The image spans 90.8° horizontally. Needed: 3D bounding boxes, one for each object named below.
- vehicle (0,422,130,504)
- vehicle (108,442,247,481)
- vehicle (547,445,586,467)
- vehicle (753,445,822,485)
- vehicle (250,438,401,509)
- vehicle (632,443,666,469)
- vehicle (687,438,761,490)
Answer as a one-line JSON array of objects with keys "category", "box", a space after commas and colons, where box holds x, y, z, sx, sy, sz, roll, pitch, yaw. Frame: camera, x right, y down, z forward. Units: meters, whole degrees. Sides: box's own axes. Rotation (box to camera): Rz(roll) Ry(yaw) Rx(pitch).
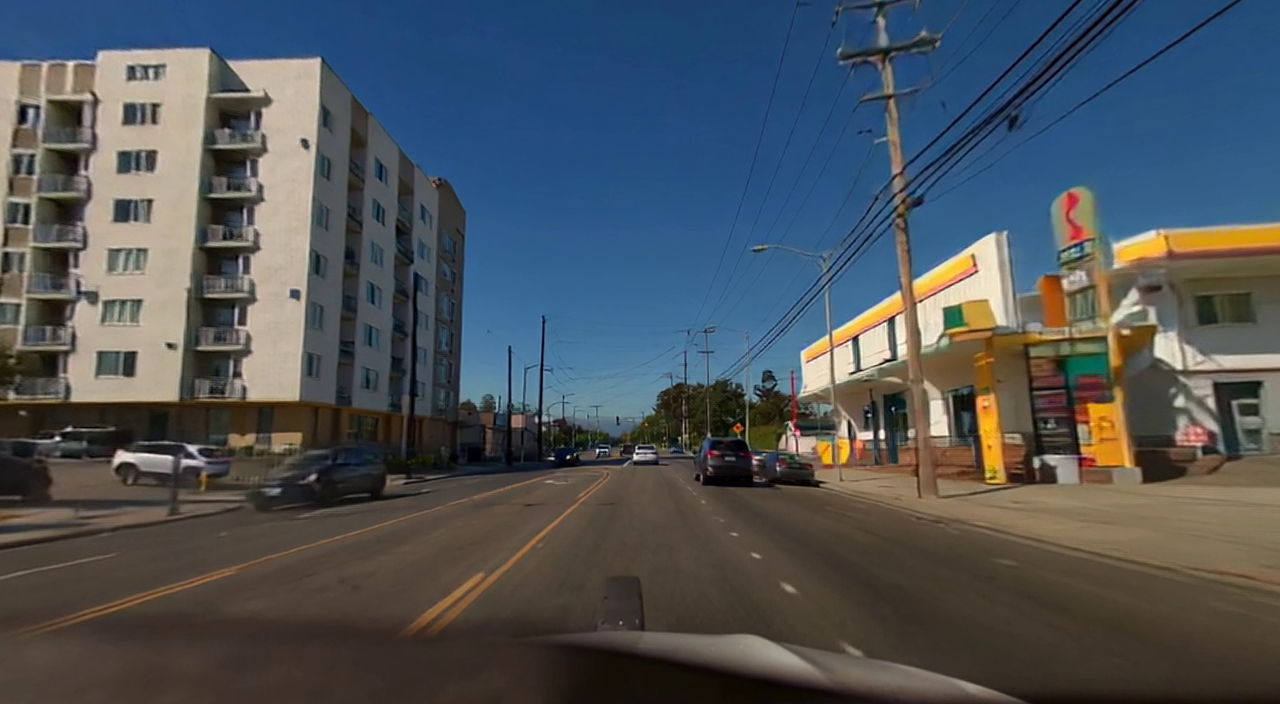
[{"category": "vehicle", "box": [-17.014, 2.883, 16.724, 4.953, 1.934, 2.520, 0, -9, 6]}, {"category": "vehicle", "box": [-18.532, 4.376, 25.454, 4.182, 1.486, 1.808, 0, -8, 1]}, {"category": "vehicle", "box": [-5.169, 7.367, 44.985, 2.033, 1.495, 4.216, 0, -8, 3]}, {"category": "vehicle", "box": [6.168, 4.756, 26.960, 1.914, 1.513, 4.474, 0, -8, 1]}, {"category": "vehicle", "box": [-8.924, 3.437, 18.468, 2.000, 1.796, 4.529, 0, -8, 1]}, {"category": "vehicle", "box": [0.580, 6.430, 39.405, 1.999, 1.487, 3.939, 0, -8, 2]}, {"category": "vehicle", "box": [2.847, 3.870, 22.324, 1.945, 1.647, 4.160, 0, -8, -1]}]
